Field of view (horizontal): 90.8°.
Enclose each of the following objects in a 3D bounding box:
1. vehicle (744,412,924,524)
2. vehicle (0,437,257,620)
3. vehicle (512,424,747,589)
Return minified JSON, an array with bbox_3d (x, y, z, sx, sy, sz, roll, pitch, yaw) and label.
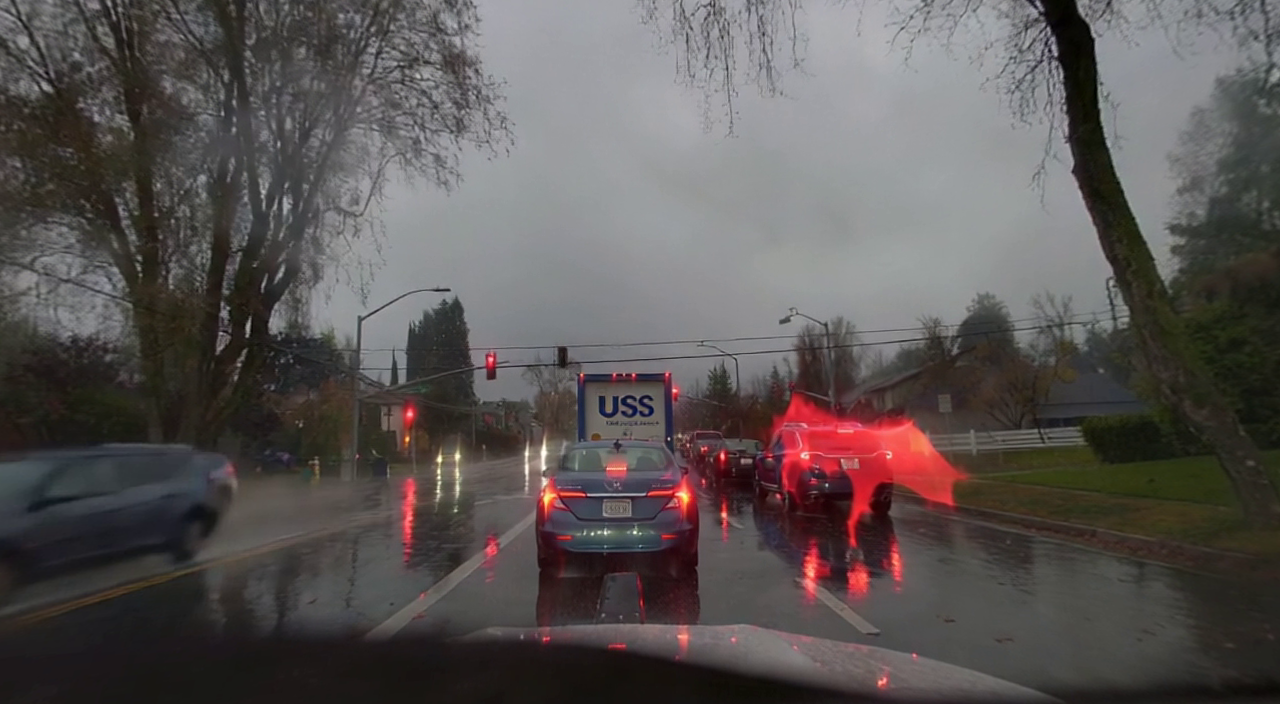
[{"bbox_3d":[3.603,2.256,12.822,2.145,1.847,4.524,0,-8,-1],"label":"vehicle"},{"bbox_3d":[-6.275,1.647,6.406,1.800,1.520,4.691,0,-8,0],"label":"vehicle"},{"bbox_3d":[-0.150,1.718,7.927,2.135,1.483,4.207,0,-8,-2],"label":"vehicle"}]
